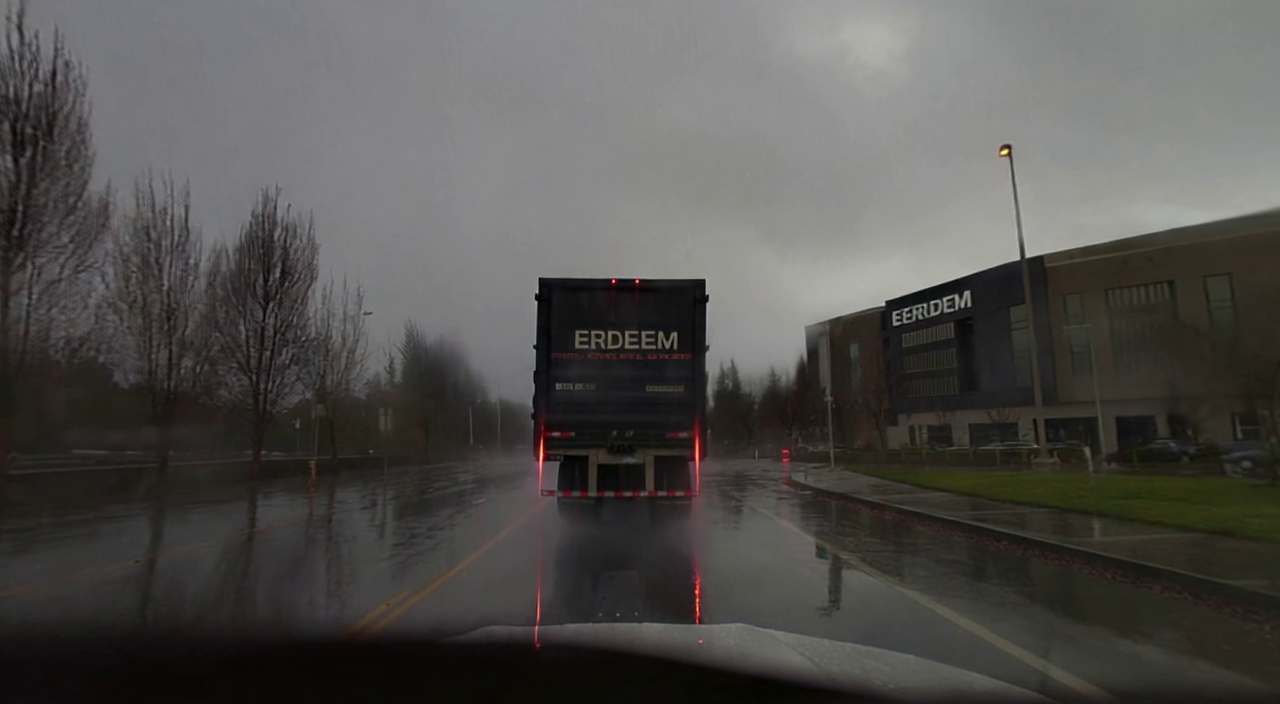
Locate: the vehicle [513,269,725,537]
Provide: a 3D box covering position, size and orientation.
[{"bbox_3d":[-0.186,1.289,13.406,2.876,3.724,9.351,-1,-8,1],"label":"vehicle"}]

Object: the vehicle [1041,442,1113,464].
[{"bbox_3d":[31.366,7.221,45.168,1.652,1.423,3.797,5,-9,-35],"label":"vehicle"}]
